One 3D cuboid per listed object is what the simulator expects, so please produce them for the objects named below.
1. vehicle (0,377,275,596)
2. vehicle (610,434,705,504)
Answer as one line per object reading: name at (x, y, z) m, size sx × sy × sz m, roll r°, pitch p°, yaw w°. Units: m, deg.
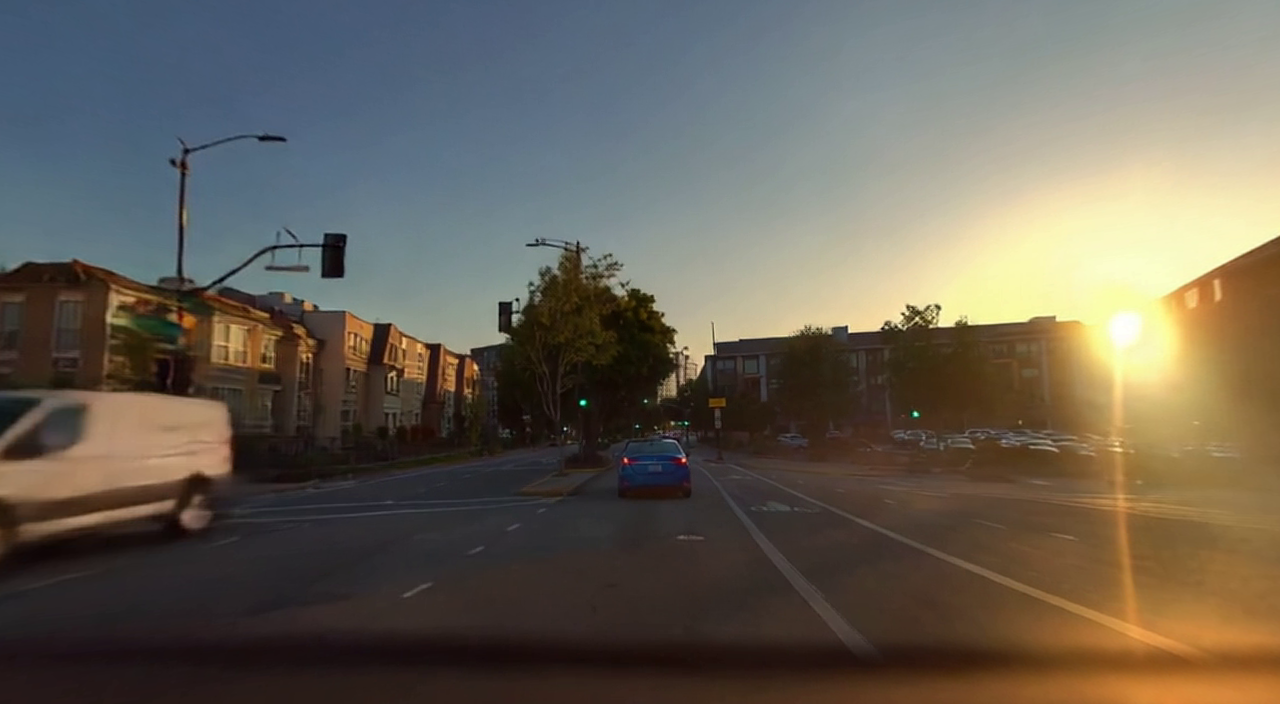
vehicle at (-7.266, 1.572, 8.216) m, size 2.310 × 2.045 × 4.763 m, roll 0°, pitch -8°, yaw -3°
vehicle at (0.388, 2.689, 15.031) m, size 1.950 × 1.401 × 4.159 m, roll 0°, pitch -8°, yaw 1°
